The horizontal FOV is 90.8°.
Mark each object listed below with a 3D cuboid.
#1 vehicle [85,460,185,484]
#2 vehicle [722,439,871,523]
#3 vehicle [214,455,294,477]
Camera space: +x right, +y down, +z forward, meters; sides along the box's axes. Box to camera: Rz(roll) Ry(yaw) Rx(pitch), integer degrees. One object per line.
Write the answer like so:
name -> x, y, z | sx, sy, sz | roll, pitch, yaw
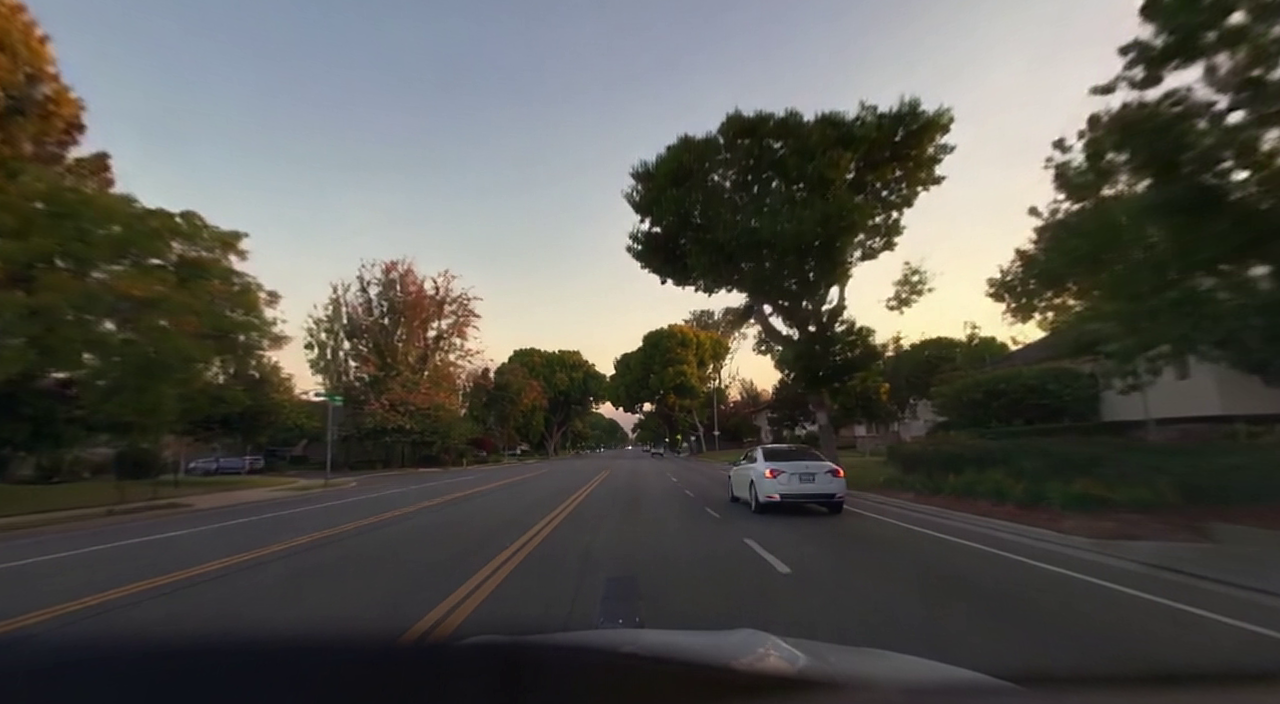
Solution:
vehicle -> -31.768, 7.546, 39.840 | 4.684, 1.435, 1.893 | 0, -9, 2
vehicle -> 3.115, 2.661, 13.603 | 2.057, 1.493, 4.225 | 0, -9, -1
vehicle -> -29.462, 8.720, 48.283 | 4.917, 1.598, 1.937 | -1, -9, 4
